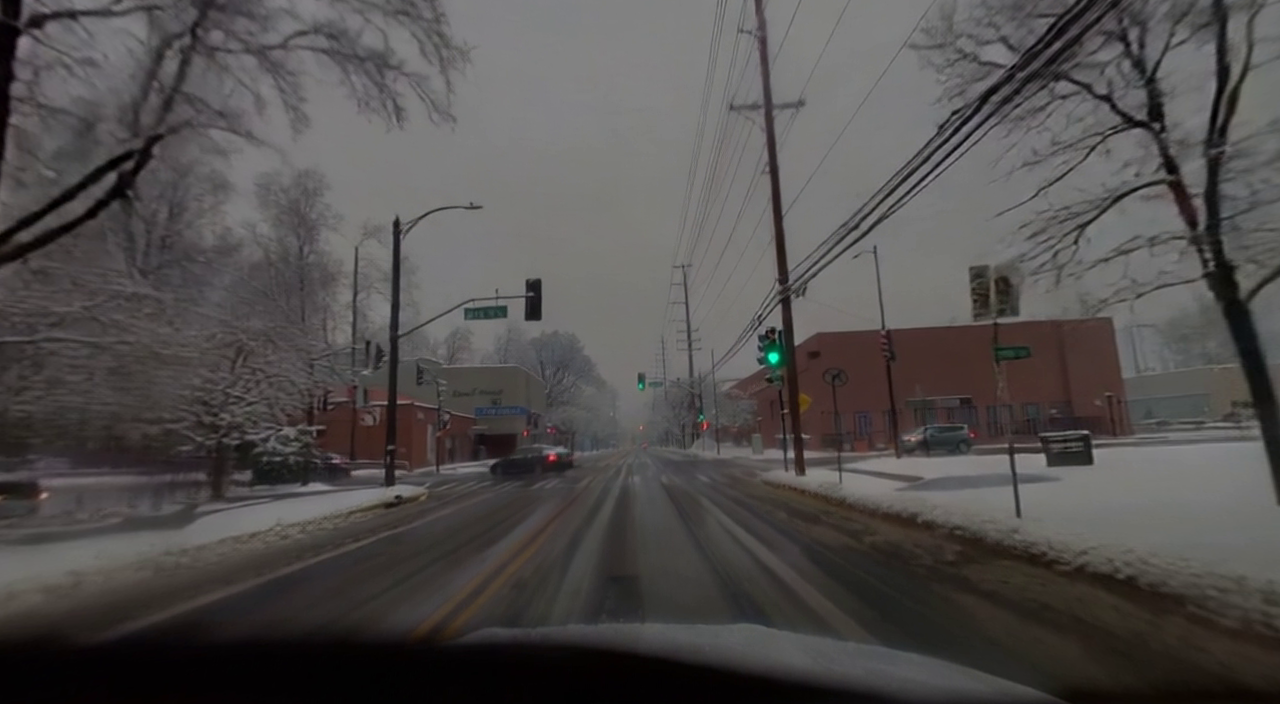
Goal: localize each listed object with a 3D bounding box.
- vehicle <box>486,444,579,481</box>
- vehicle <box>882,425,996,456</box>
[{"bbox_3d":[-4.977,4.949,28.720,2.118,1.478,4.624,5,-10,-39],"label":"vehicle"},{"bbox_3d":[14.645,4.375,31.141,4.632,1.484,1.907,0,-9,-1],"label":"vehicle"}]
